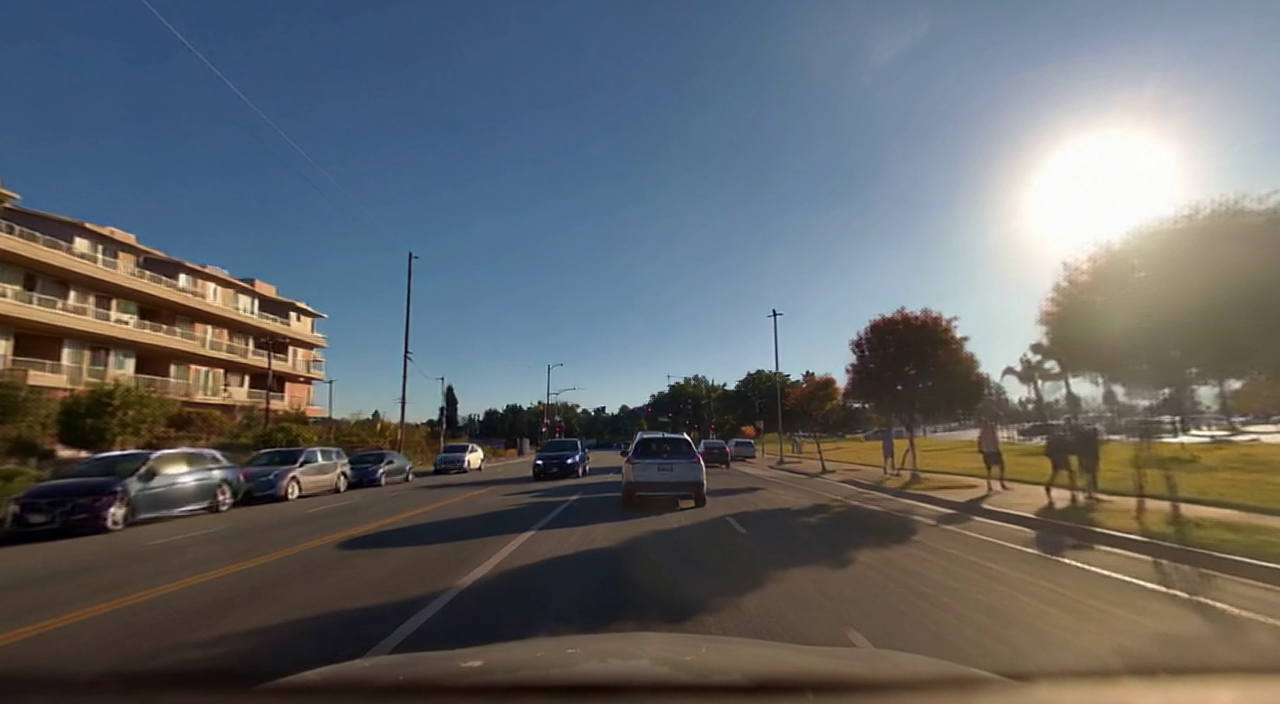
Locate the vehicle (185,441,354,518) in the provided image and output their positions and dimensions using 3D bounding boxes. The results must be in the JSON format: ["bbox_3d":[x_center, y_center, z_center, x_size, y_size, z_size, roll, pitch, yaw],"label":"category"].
[{"bbox_3d":[-10.318,3.522,18.111,1.940,1.816,4.721,-1,-7,1],"label":"vehicle"}]

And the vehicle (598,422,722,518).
[{"bbox_3d":[0.323,2.324,12.819,2.132,1.632,3.838,0,-9,0],"label":"vehicle"}]

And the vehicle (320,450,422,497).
[{"bbox_3d":[-10.169,4.595,24.248,1.860,1.487,4.658,-1,-8,0],"label":"vehicle"}]

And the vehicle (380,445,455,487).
[{"bbox_3d":[-10.286,5.284,29.522,1.897,1.695,4.431,-1,-8,0],"label":"vehicle"}]

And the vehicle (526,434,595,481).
[{"bbox_3d":[-3.057,4.189,25.270,2.086,1.702,4.451,0,-9,1],"label":"vehicle"}]

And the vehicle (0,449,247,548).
[{"bbox_3d":[-10.420,2.831,12.915,1.869,1.647,4.281,0,-9,1],"label":"vehicle"}]
